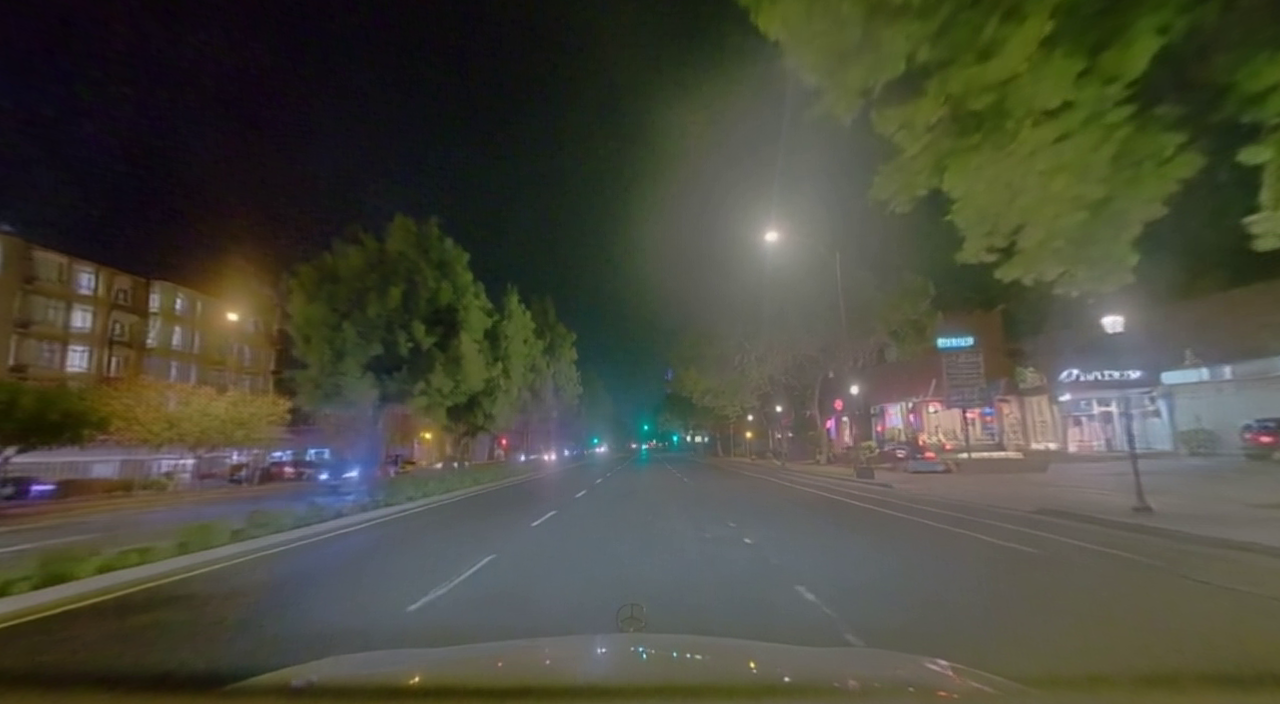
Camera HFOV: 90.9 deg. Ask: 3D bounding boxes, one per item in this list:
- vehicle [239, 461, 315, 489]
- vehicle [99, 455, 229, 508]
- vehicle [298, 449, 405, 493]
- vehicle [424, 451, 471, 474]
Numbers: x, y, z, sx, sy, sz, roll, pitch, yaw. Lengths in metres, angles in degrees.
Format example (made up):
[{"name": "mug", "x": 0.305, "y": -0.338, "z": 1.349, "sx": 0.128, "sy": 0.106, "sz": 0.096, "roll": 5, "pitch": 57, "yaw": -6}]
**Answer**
[{"name": "vehicle", "x": -21.897, "y": 7.418, "z": 38.254, "sx": 1.866, "sy": 1.444, "sz": 4.407, "roll": -1, "pitch": -8, "yaw": 2}, {"name": "vehicle", "x": -18.175, "y": 4.918, "z": 24.362, "sx": 1.875, "sy": 1.669, "sz": 4.064, "roll": -5, "pitch": -8, "yaw": 1}, {"name": "vehicle", "x": -11.646, "y": 4.808, "z": 25.876, "sx": 2.070, "sy": 1.500, "sz": 4.724, "roll": -3, "pitch": -8, "yaw": 2}, {"name": "vehicle", "x": -14.187, "y": 8.142, "z": 46.664, "sx": 1.975, "sy": 1.499, "sz": 4.658, "roll": -1, "pitch": -8, "yaw": 1}]
